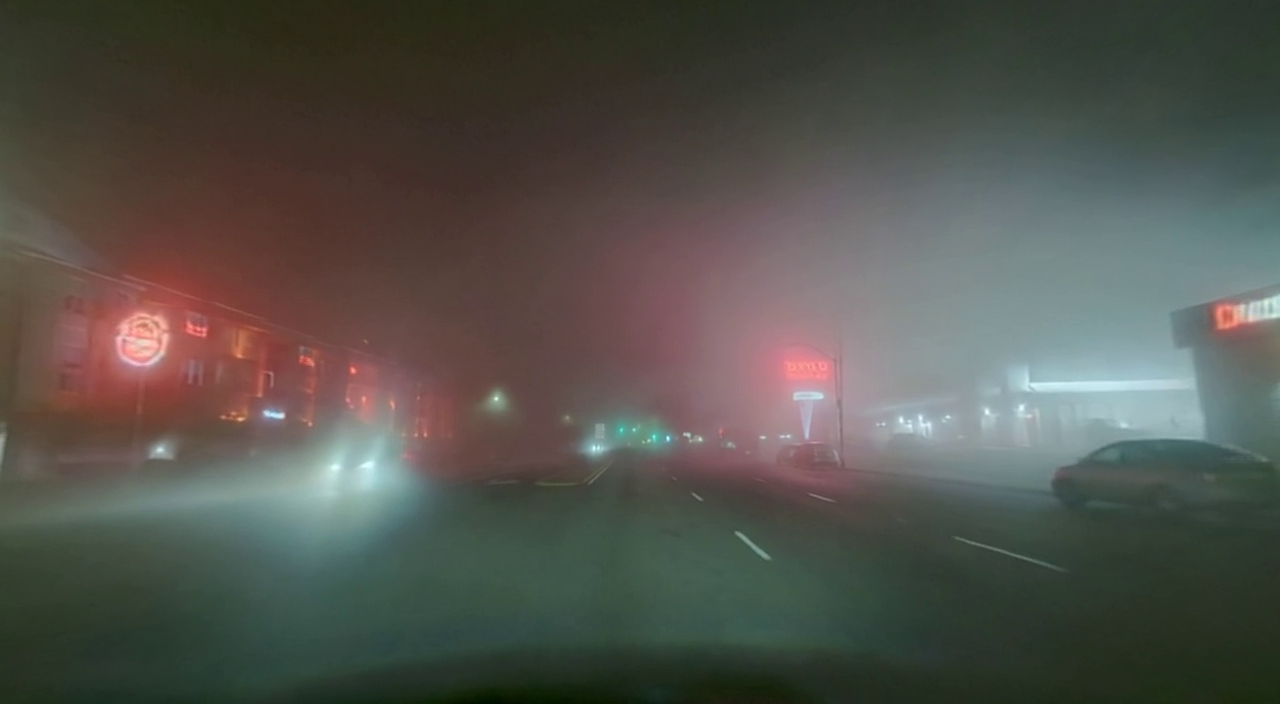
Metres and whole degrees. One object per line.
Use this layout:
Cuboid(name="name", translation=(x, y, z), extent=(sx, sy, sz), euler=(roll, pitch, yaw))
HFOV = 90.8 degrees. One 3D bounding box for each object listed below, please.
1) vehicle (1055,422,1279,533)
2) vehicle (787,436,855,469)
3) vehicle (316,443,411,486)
Cuboid(name="vehicle", translation=(10.579, 2.273, 12.089), extent=(2.078, 1.688, 4.557), euler=(1, -8, -2))
Cuboid(name="vehicle", translation=(10.039, 5.621, 35.541), extent=(2.183, 1.698, 5.010), euler=(1, -8, -2))
Cuboid(name="vehicle", translation=(-12.340, 5.015, 28.604), extent=(2.262, 1.732, 4.501), euler=(0, -8, 0))
